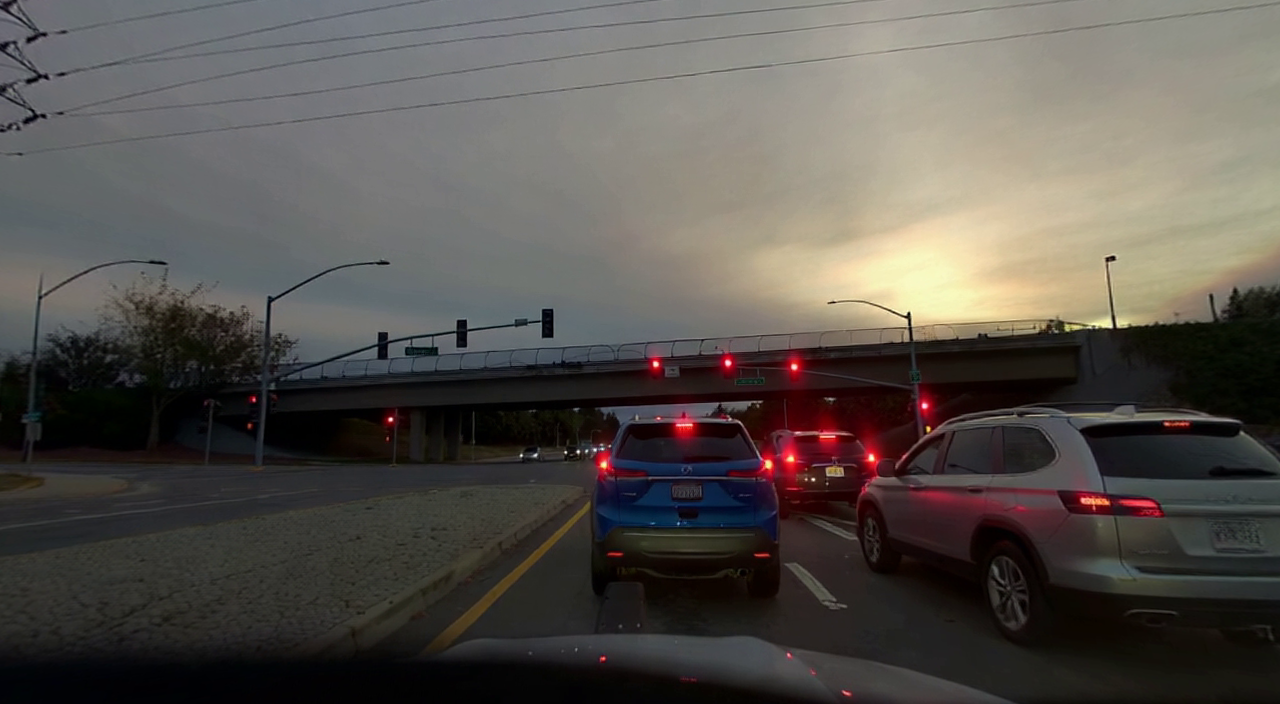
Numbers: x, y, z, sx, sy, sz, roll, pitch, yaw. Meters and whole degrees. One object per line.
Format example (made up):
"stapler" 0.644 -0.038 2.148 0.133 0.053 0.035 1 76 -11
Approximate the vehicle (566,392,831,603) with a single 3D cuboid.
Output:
"vehicle" 0.449 1.555 7.612 2.240 1.778 4.335 0 -8 -1

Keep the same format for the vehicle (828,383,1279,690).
"vehicle" 3.413 1.334 5.790 1.990 1.649 4.625 0 -8 0
